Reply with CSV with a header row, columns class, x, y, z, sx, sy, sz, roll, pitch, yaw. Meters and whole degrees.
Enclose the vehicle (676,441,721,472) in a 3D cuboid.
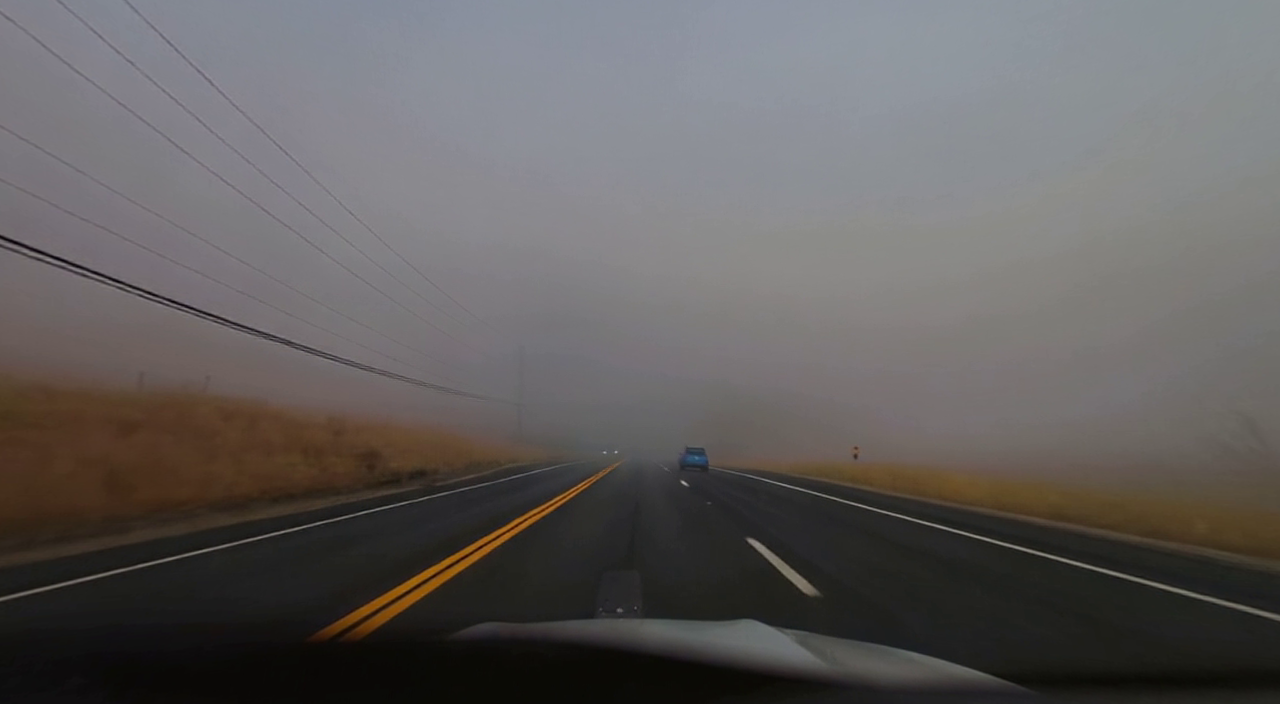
class,x,y,z,sx,sy,sz,roll,pitch,yaw
vehicle,3.321,6.030,36.623,2.135,1.692,4.185,0,-9,-2
